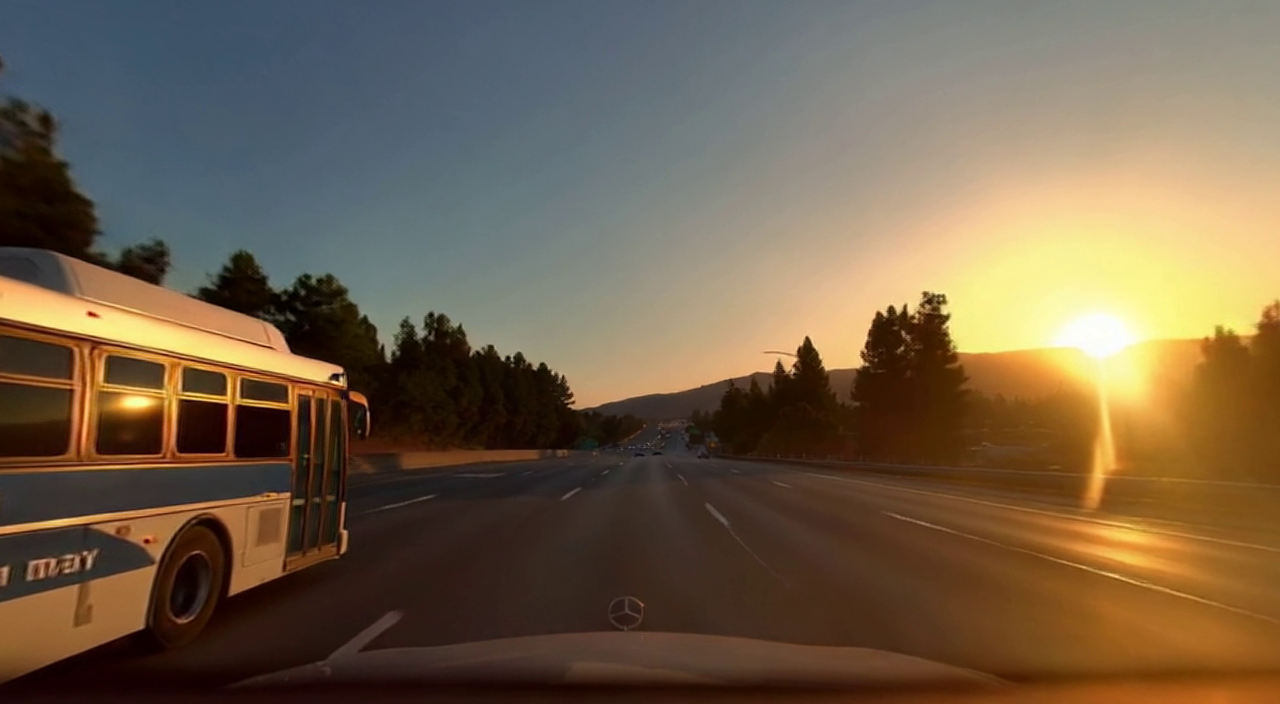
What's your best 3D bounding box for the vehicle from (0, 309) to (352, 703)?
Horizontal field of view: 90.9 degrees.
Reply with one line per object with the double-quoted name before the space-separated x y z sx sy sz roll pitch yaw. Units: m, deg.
"vehicle" -4.139 0.939 3.977 2.127 1.985 5.205 -1 -8 1
